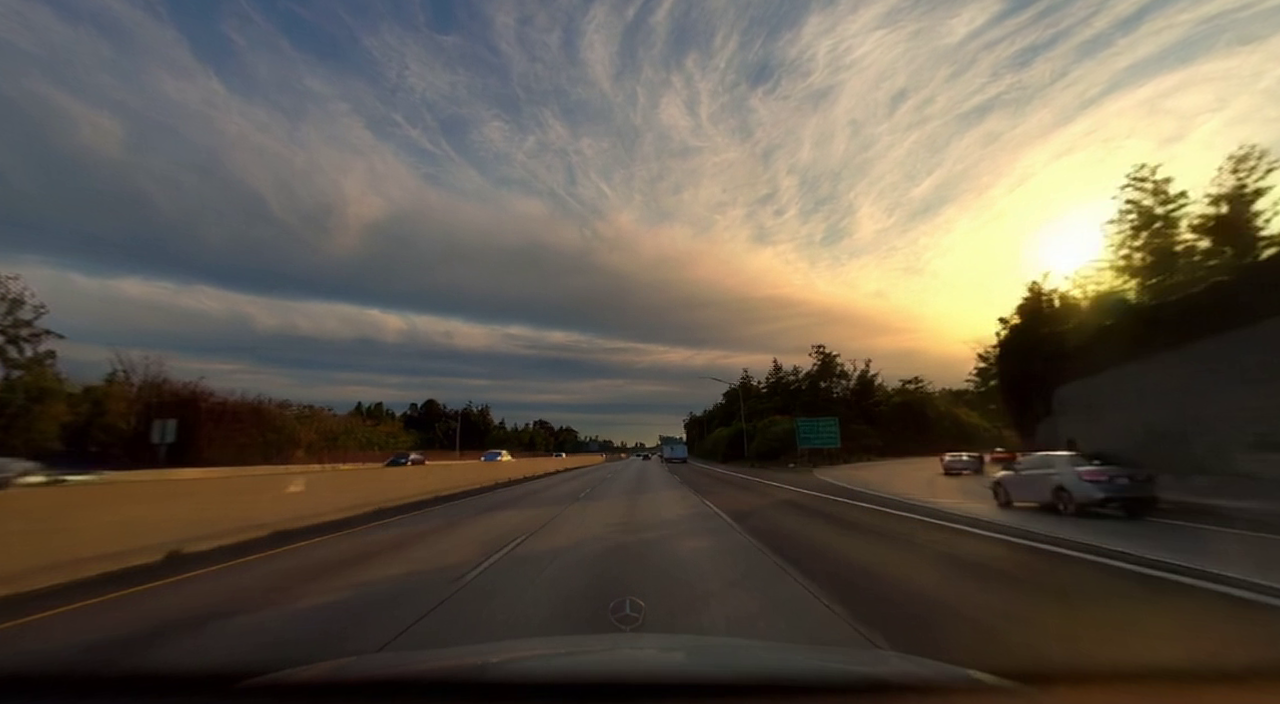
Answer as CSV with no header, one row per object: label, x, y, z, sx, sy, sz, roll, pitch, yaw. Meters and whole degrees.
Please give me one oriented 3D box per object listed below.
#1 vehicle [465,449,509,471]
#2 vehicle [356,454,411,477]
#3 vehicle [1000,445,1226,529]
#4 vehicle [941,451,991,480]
vehicle,-12.033,8.533,49.935,2.015,1.589,5.138,0,-9,2
vehicle,-18.302,8.084,45.218,1.960,1.529,4.452,0,-9,1
vehicle,9.802,2.783,13.628,1.842,1.475,4.479,-1,-9,8
vehicle,18.844,6.500,36.307,2.008,1.534,3.912,-6,-11,33
